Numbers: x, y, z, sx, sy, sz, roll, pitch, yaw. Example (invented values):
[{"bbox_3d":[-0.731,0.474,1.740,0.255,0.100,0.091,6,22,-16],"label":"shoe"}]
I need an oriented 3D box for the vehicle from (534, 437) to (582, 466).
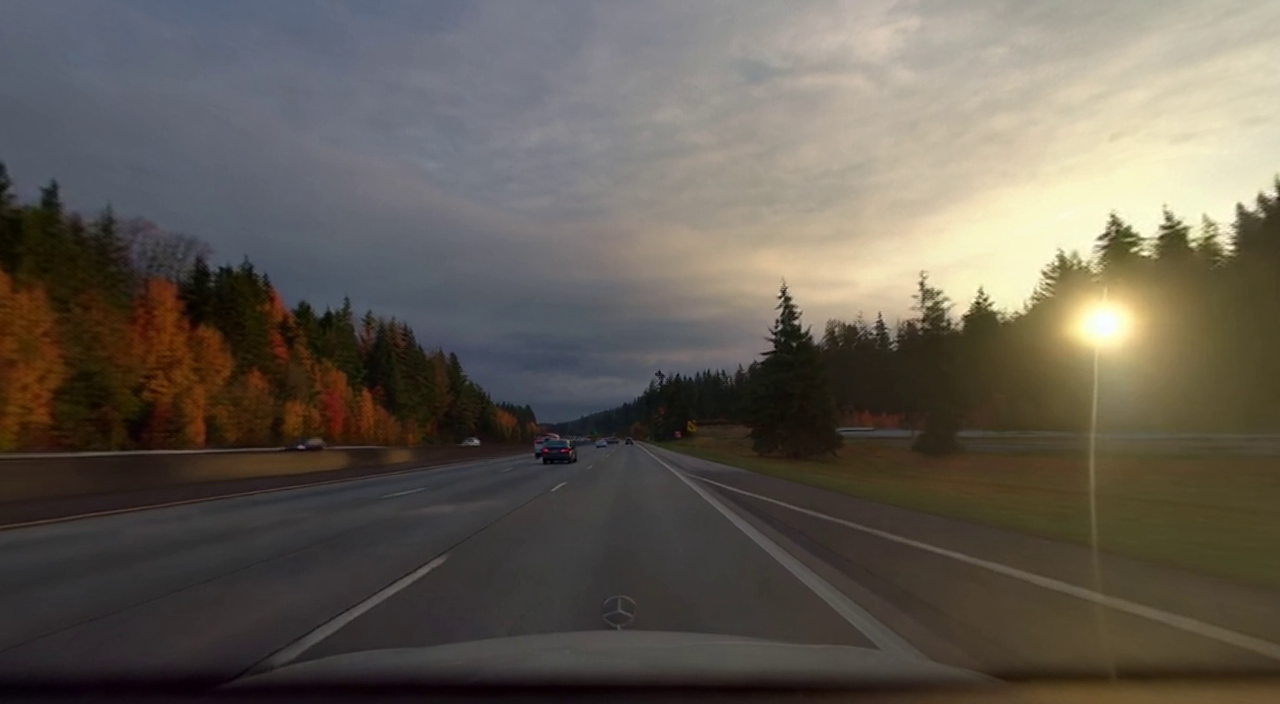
[{"bbox_3d":[-4.447,5.429,34.720,2.004,1.497,4.260,0,-8,1],"label":"vehicle"}]
